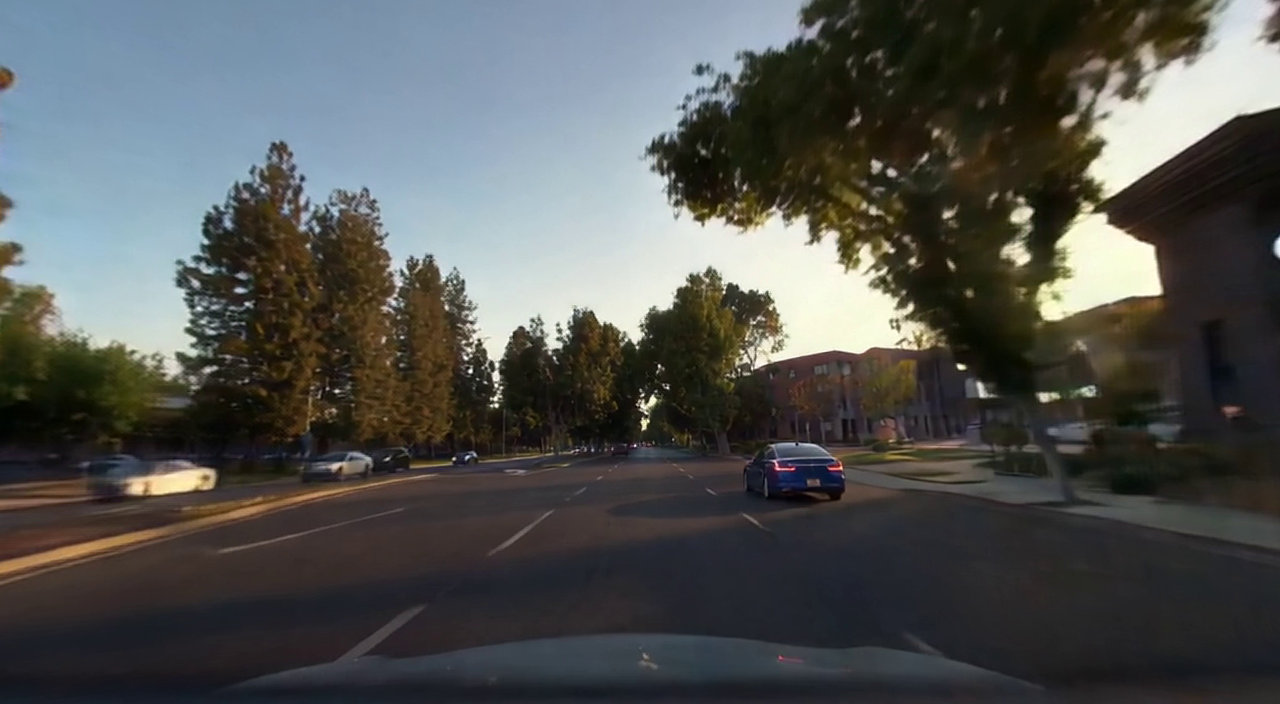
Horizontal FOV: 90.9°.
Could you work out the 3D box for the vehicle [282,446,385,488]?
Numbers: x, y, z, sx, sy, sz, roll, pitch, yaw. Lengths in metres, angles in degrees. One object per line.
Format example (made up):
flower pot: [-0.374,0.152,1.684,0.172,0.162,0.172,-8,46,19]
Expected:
vehicle: [-12.300,4.610,25.673,1.986,1.514,4.300,0,-8,1]

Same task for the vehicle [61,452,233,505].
vehicle: [-15.823,4.052,20.633,1.917,1.454,4.577,0,-8,0]

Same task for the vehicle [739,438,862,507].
vehicle: [3.855,2.969,16.044,1.977,1.474,4.399,0,-8,0]
